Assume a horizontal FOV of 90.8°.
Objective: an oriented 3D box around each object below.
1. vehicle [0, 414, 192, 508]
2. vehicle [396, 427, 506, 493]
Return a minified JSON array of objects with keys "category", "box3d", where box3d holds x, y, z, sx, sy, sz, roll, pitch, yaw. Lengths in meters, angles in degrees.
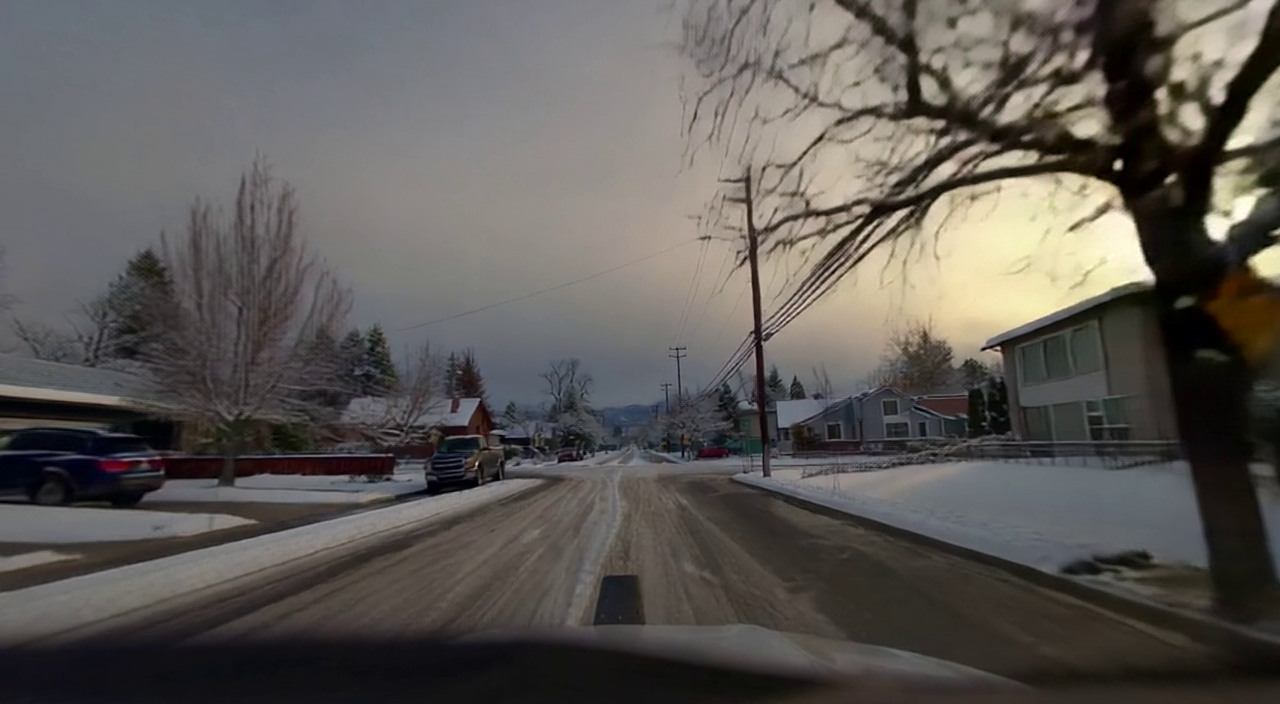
[{"category":"vehicle","box3d":[-13.771,2.499,14.634,5.033,1.997,2.126,0,-9,-2]},{"category":"vehicle","box3d":[-7.148,4.230,24.811,2.739,2.164,6.065,-1,-9,-3]}]
